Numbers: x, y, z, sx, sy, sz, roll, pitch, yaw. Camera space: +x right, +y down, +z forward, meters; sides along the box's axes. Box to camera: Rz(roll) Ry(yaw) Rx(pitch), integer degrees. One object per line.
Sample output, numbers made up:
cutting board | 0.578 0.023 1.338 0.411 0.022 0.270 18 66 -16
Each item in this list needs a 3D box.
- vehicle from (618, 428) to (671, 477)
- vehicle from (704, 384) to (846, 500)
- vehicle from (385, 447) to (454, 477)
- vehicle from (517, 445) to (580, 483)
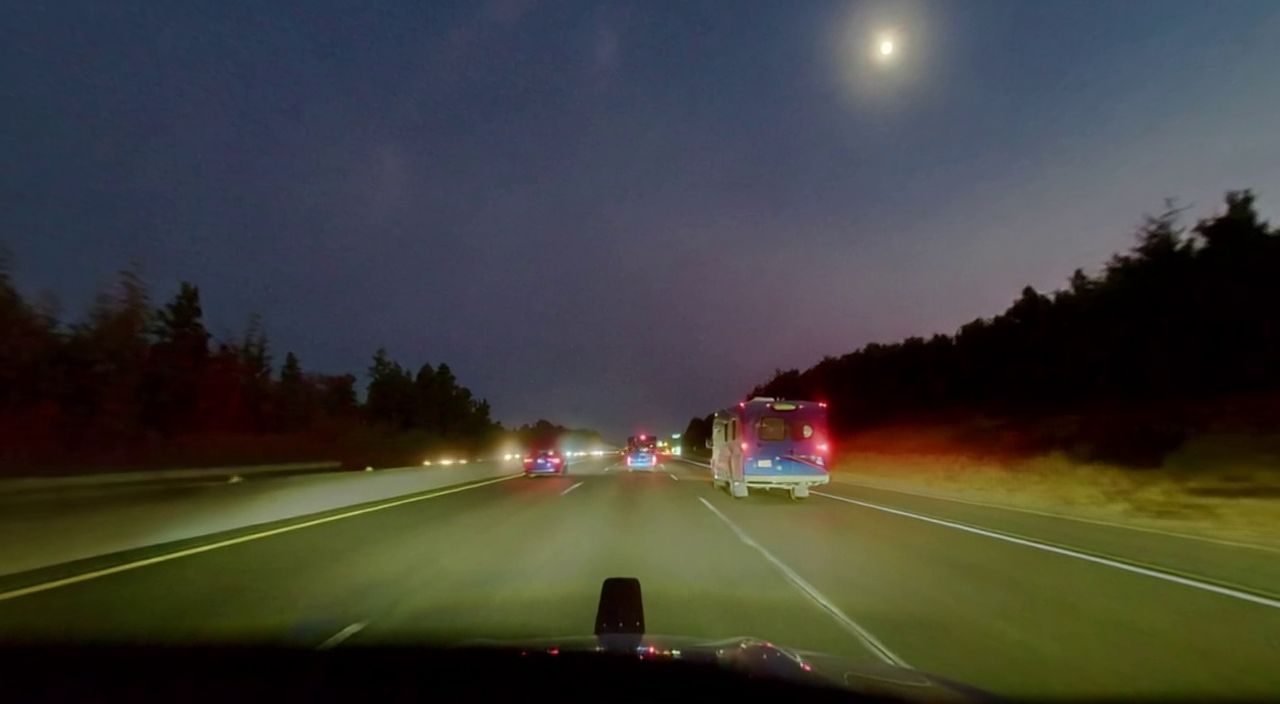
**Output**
vehicle | 0.183 5.174 32.634 2.524 2.310 4.986 0 -9 0
vehicle | 3.773 2.810 19.591 2.607 2.910 7.252 0 -9 -2
vehicle | -11.779 5.895 34.091 1.928 1.524 4.685 0 -9 1
vehicle | -3.850 4.791 27.331 1.959 1.502 4.559 0 -9 1
